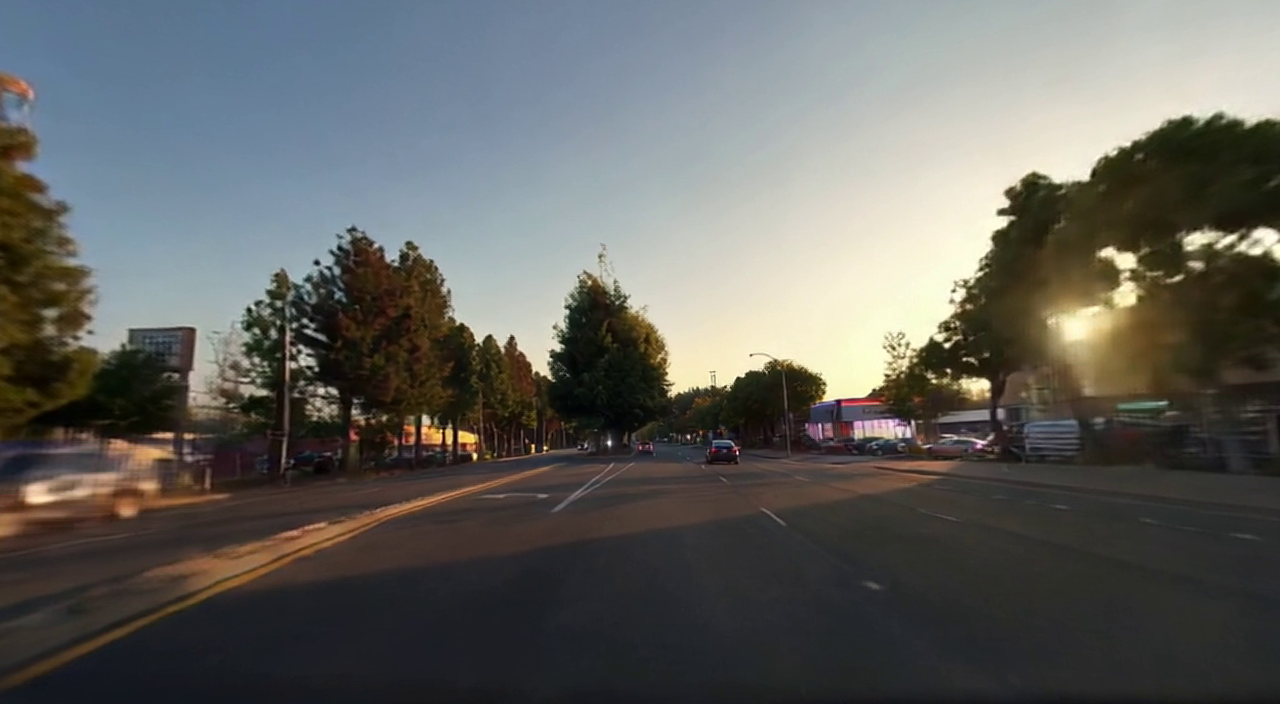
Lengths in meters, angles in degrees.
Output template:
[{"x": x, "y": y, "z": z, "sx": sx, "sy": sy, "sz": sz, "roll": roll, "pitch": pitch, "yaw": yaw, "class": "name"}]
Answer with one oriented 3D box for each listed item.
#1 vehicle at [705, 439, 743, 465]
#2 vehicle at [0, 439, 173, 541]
[{"x": 5.481, "y": 6.580, "z": 41.729, "sx": 1.957, "sy": 1.643, "sz": 4.226, "roll": 0, "pitch": -9, "yaw": 1, "class": "vehicle"}, {"x": -13.609, "y": 2.966, "z": 14.137, "sx": 2.225, "sy": 1.961, "sz": 5.380, "roll": 0, "pitch": -9, "yaw": -1, "class": "vehicle"}]
